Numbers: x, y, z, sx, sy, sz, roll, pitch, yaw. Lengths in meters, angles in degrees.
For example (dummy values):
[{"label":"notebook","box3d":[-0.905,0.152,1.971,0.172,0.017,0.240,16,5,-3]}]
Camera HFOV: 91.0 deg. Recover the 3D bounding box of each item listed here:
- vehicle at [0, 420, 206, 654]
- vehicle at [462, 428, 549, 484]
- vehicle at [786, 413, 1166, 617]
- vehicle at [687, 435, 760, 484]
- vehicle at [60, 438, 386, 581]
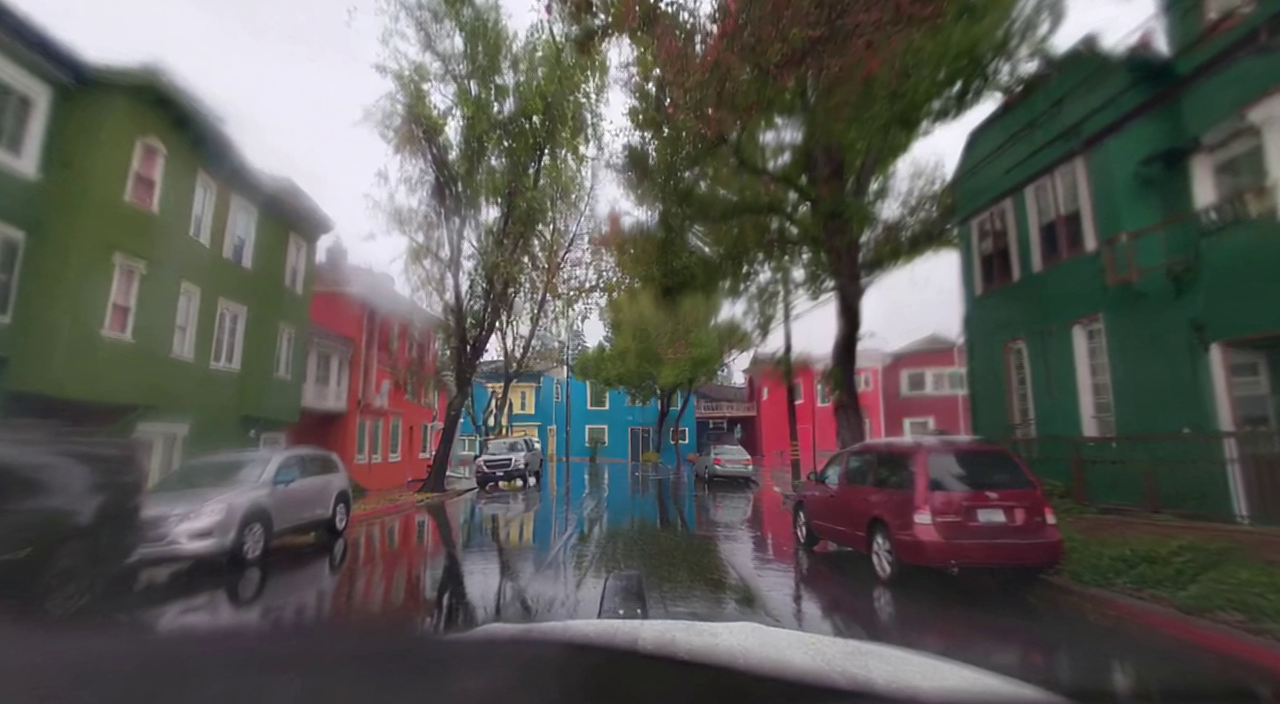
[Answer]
[{"label":"vehicle","box3d":[-5.474,1.282,4.320,1.932,1.628,4.278,0,-9,-1]},{"label":"vehicle","box3d":[-5.568,4.440,27.098,2.480,2.084,6.353,0,-9,-2]},{"label":"vehicle","box3d":[3.434,1.741,7.693,2.070,1.728,4.358,1,-9,-3]},{"label":"vehicle","box3d":[3.345,4.449,26.267,2.109,1.811,4.886,1,-9,-3]},{"label":"vehicle","box3d":[-5.500,2.080,9.173,1.849,1.560,4.227,0,-9,0]}]
